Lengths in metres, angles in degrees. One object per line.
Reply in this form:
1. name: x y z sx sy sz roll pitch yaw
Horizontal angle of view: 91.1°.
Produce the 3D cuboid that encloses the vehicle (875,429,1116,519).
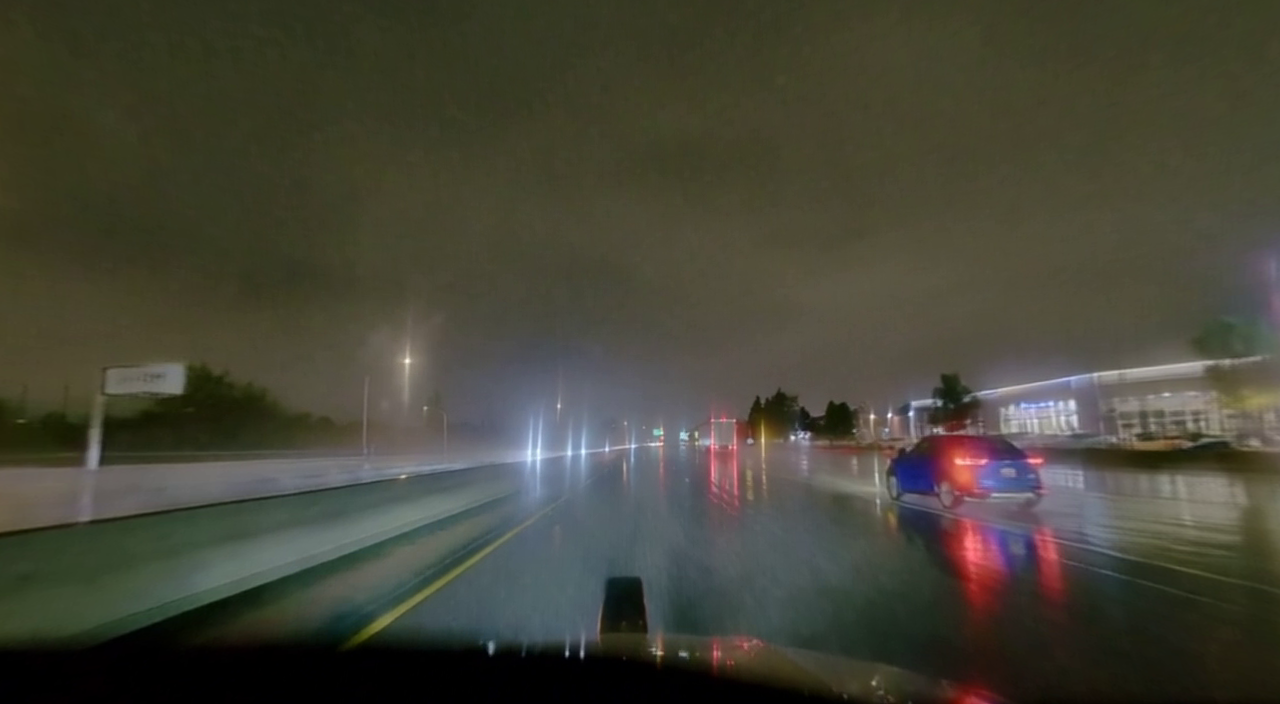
1. vehicle: 6.977 2.444 13.194 2.079 1.518 5.032 0 -8 -1
